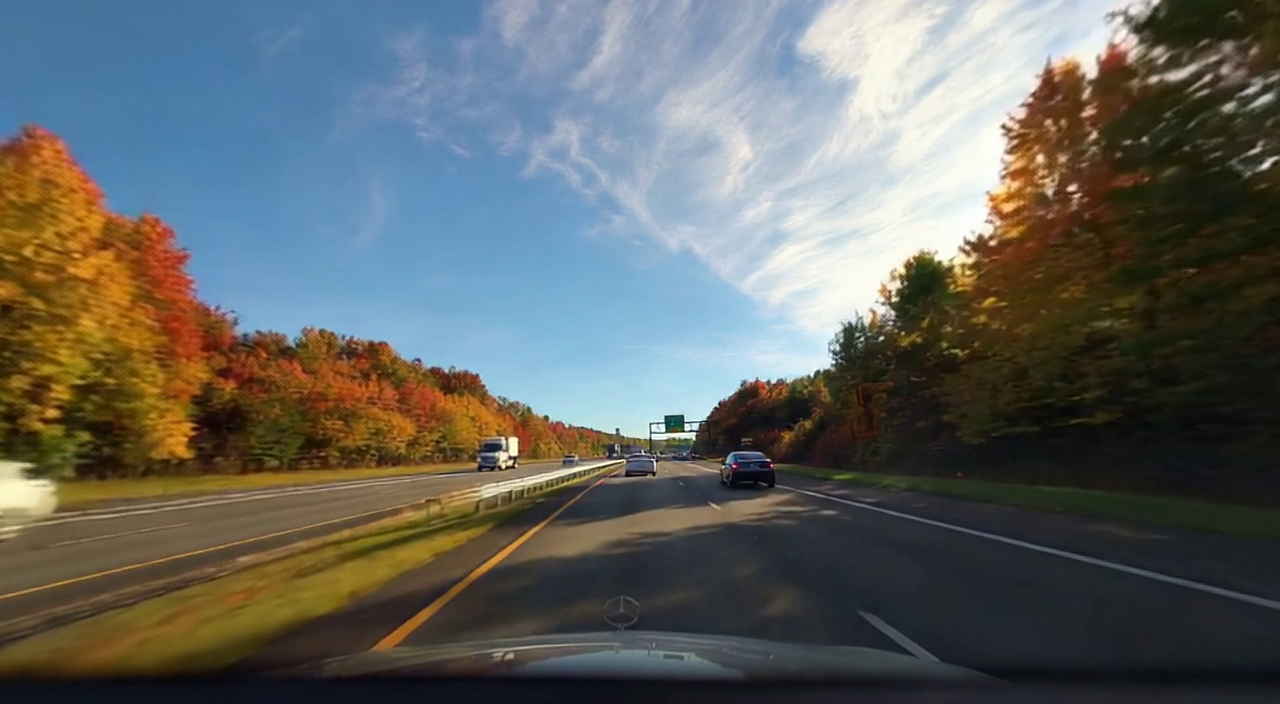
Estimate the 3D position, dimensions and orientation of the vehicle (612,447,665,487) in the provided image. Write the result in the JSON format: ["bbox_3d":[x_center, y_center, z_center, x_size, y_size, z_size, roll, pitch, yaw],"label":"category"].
[{"bbox_3d":[-0.056,4.933,27.136,2.070,1.546,4.648,0,-9,0],"label":"vehicle"}]

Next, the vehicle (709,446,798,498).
[{"bbox_3d":[3.675,3.965,21.115,2.119,1.557,4.163,0,-9,-1],"label":"vehicle"}]
